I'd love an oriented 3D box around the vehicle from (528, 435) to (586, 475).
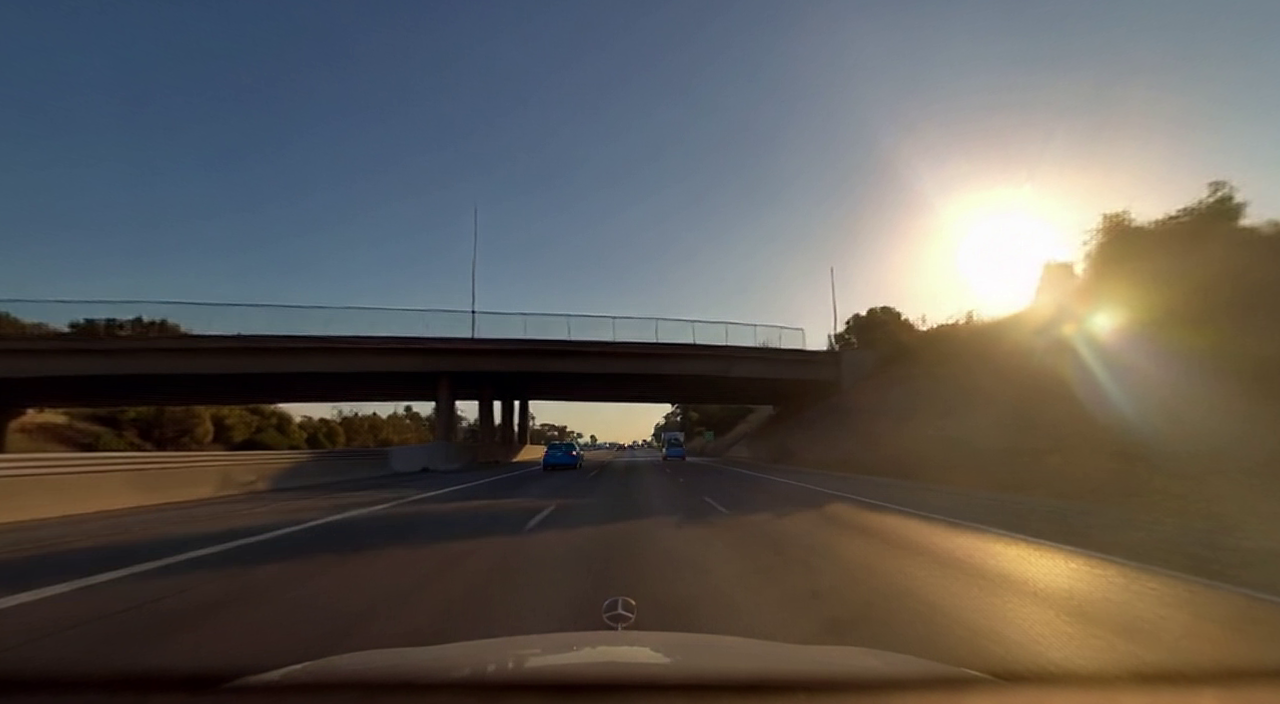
[{"bbox_3d":[-3.963,5.027,31.103,2.205,1.773,5.124,0,-9,0],"label":"vehicle"}]
